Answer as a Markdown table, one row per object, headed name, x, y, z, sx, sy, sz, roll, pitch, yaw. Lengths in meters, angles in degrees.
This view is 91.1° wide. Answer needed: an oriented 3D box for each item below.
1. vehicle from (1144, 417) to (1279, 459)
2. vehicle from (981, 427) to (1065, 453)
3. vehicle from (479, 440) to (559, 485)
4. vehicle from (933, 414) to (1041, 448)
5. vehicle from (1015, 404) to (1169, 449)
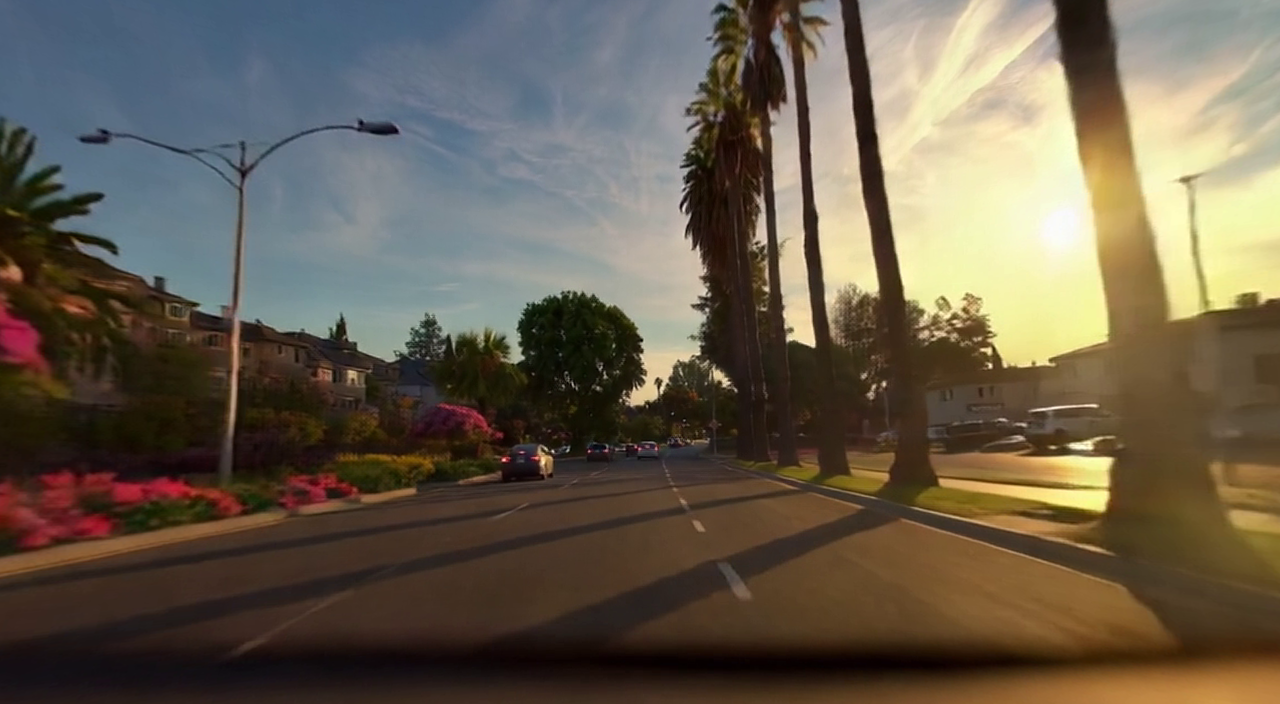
| name | x | y | z | sx | sy | sz | roll | pitch | yaw |
| --- | --- | --- | --- | --- | --- | --- | --- | --- | --- |
| vehicle | 21.612 | 3.185 | 23.376 | 4.168 | 1.489 | 1.768 | 0 | -7 | 0 |
| vehicle | 21.335 | 4.935 | 35.042 | 3.648 | 1.427 | 1.686 | 1 | -9 | -6 |
| vehicle | -4.293 | 3.994 | 23.079 | 2.036 | 1.478 | 4.508 | 0 | -9 | 0 |
| vehicle | 20.952 | 4.817 | 38.042 | 5.294 | 1.978 | 2.201 | 1 | -9 | -7 |
| vehicle | 21.188 | 3.546 | 29.612 | 5.458 | 2.044 | 2.299 | 0 | -9 | -2 |
